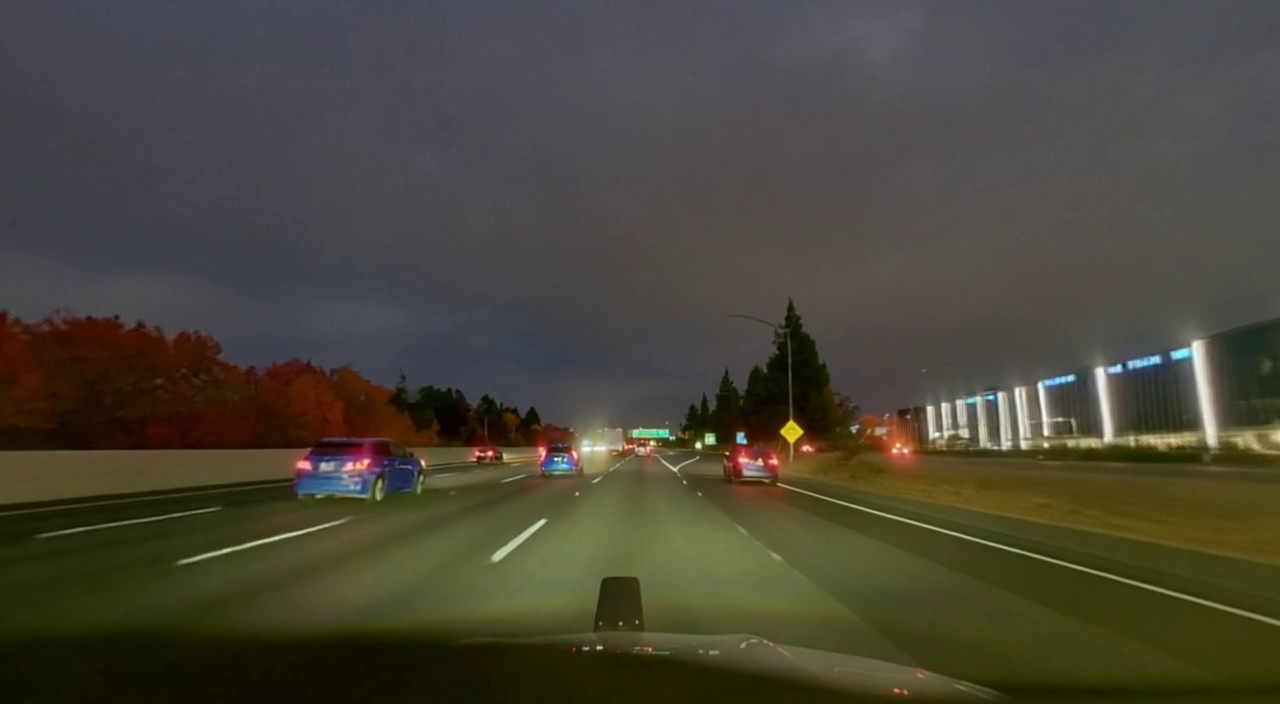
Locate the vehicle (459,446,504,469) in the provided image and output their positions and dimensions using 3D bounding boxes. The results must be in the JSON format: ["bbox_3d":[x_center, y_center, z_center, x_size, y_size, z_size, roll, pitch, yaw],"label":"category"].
[{"bbox_3d":[-10.889,7.264,43.524,1.919,1.509,4.265,0,-9,1],"label":"vehicle"}]

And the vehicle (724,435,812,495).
[{"bbox_3d":[4.091,3.697,20.991,2.101,1.742,4.495,0,-9,2],"label":"vehicle"}]

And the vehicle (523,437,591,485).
[{"bbox_3d":[-3.258,4.378,25.638,2.111,1.742,4.315,0,-9,1],"label":"vehicle"}]

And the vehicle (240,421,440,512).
[{"bbox_3d":[-7.070,2.787,15.762,2.314,1.842,5.279,0,-9,1],"label":"vehicle"}]
